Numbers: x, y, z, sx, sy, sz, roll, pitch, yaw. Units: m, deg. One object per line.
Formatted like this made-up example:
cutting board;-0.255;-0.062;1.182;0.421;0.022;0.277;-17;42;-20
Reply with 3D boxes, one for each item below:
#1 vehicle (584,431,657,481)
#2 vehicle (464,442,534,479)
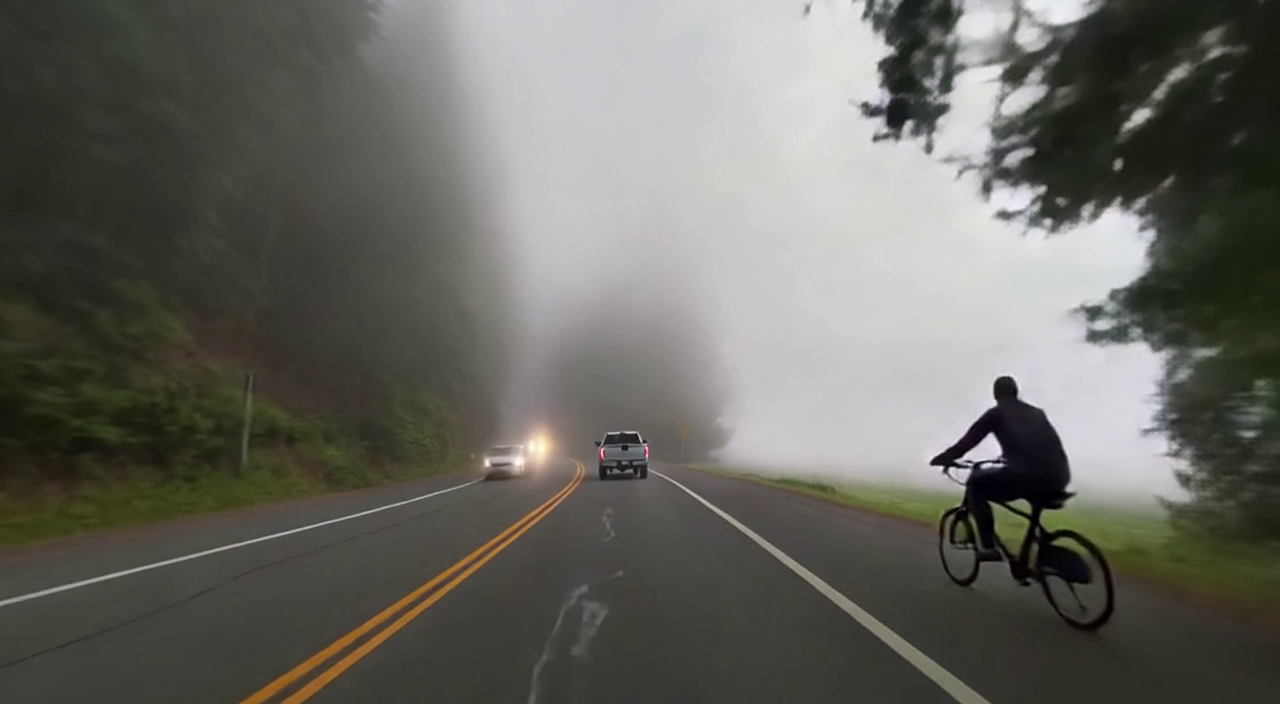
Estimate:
vehicle;-0.865;4.163;25.680;2.631;1.798;5.331;0;-8;-3
vehicle;-5.956;4.605;27.227;2.198;1.459;4.398;0;-8;-3
